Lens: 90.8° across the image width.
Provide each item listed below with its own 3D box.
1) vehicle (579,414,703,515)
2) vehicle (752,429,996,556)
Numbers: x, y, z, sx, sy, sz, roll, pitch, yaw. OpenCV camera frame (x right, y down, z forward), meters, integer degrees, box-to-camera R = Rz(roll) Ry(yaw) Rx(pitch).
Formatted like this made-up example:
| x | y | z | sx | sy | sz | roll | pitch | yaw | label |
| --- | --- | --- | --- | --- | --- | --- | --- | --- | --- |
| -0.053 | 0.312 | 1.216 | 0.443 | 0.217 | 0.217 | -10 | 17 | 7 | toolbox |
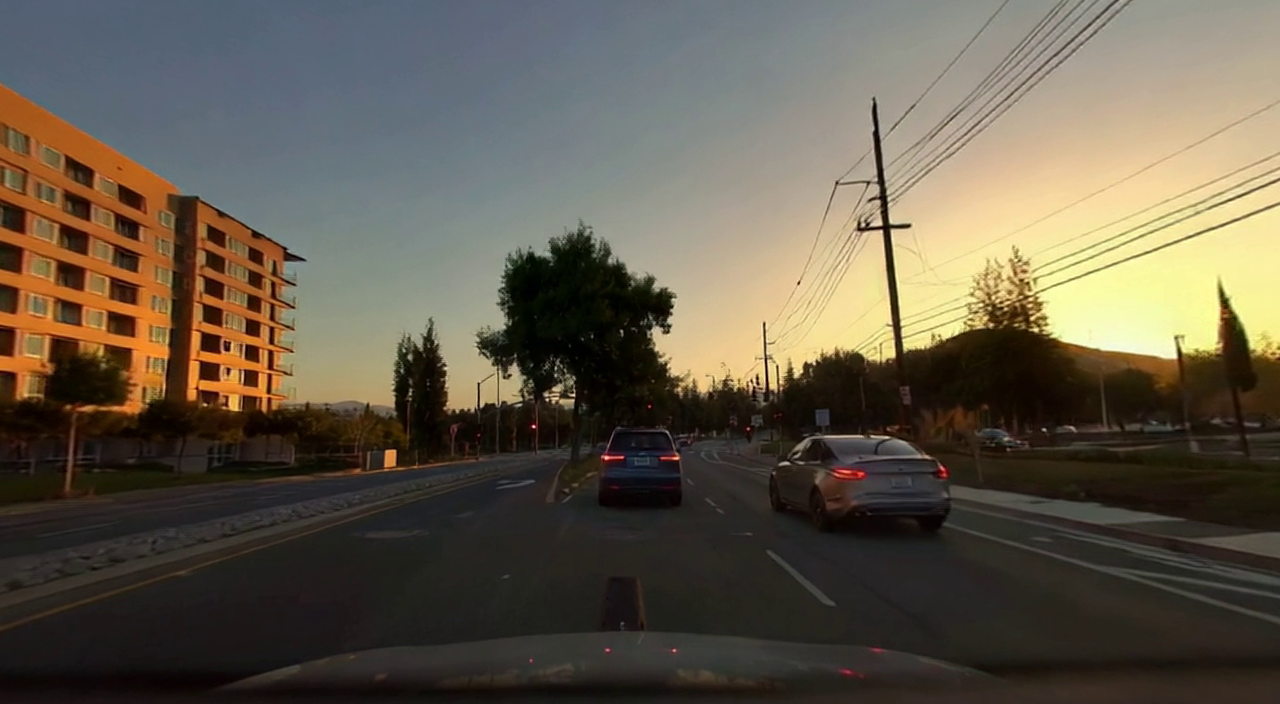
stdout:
| x | y | z | sx | sy | sz | roll | pitch | yaw | label |
| --- | --- | --- | --- | --- | --- | --- | --- | --- | --- |
| 0.041 | 2.324 | 13.421 | 2.189 | 1.776 | 4.342 | 0 | -9 | 0 | vehicle |
| 3.174 | 2.007 | 9.805 | 1.990 | 1.482 | 4.575 | 0 | -9 | -1 | vehicle |
